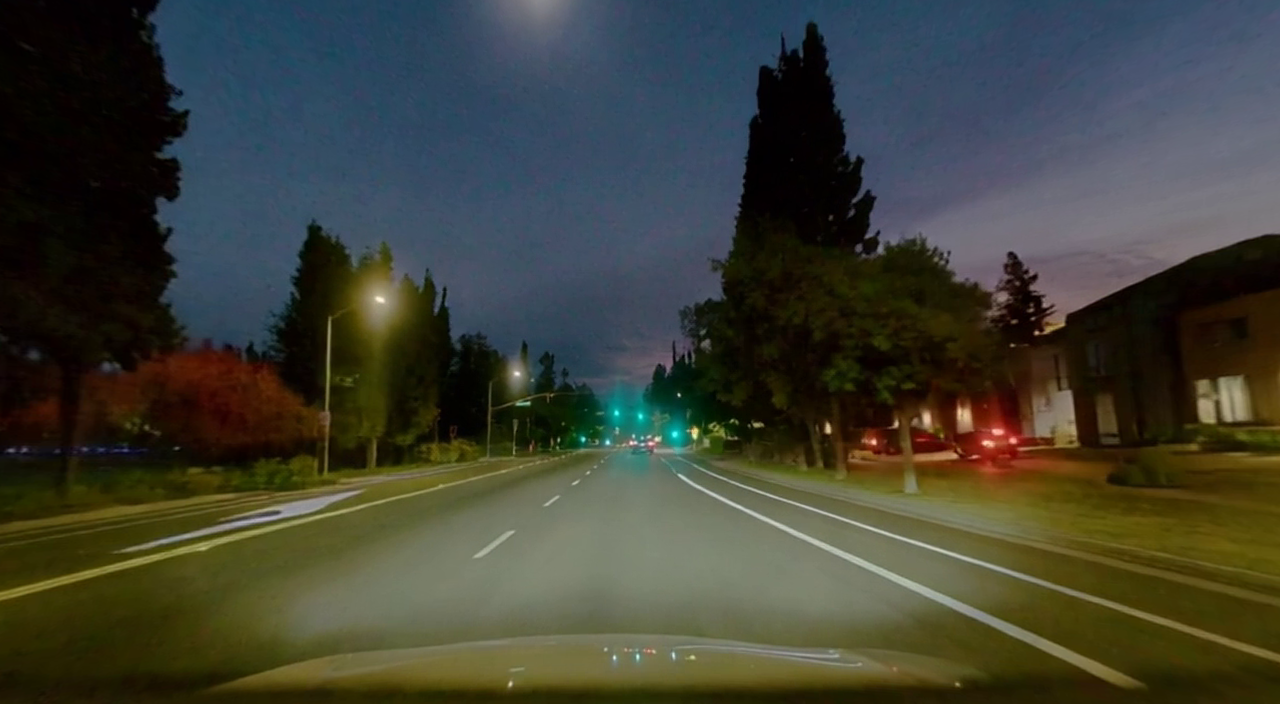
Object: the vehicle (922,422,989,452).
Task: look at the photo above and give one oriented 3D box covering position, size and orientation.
[{"bbox_3d":[19.642,5.378,39.565,1.924,1.703,4.254,-2,-9,0],"label":"vehicle"}]
